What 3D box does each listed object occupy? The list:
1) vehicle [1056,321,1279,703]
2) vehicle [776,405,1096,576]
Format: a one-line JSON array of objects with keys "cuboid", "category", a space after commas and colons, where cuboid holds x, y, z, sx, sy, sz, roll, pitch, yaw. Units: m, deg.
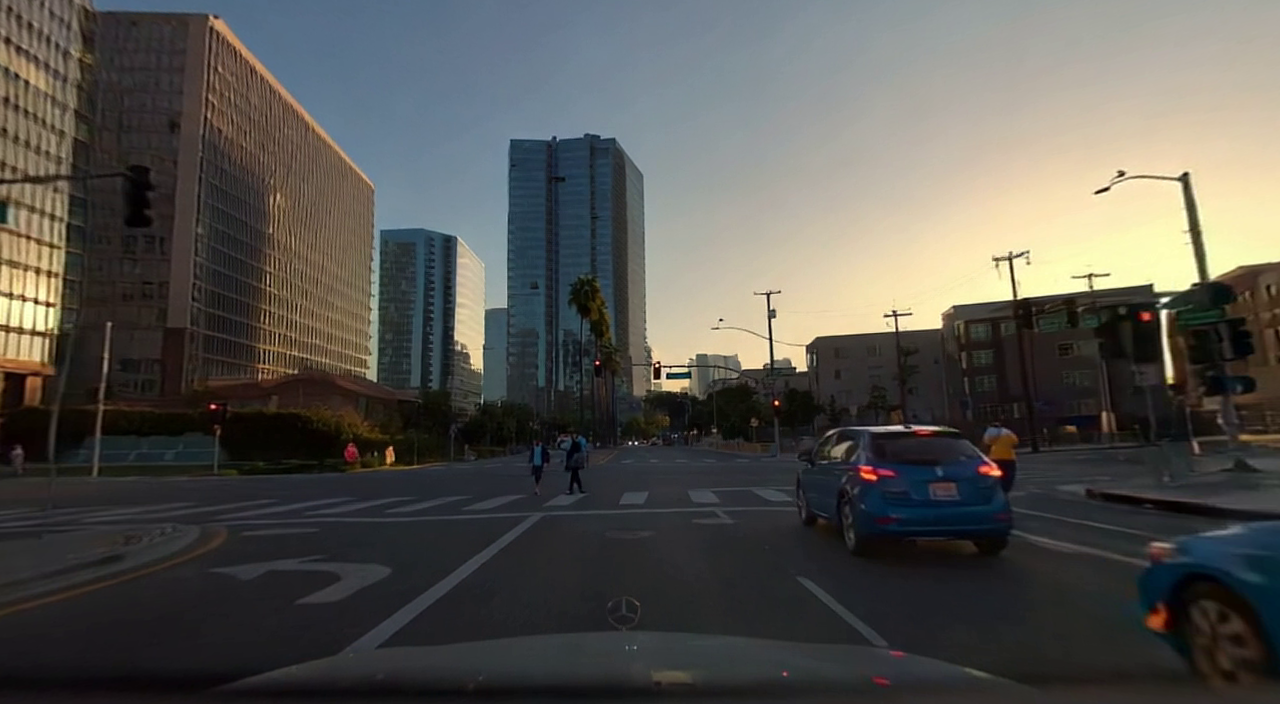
[{"cuboid": [3.643, 0.594, 1.491, 2.060, 1.756, 4.770, 0, -8, 0], "category": "vehicle"}, {"cuboid": [3.330, 1.646, 8.260, 2.060, 1.631, 4.169, 0, -9, -1], "category": "vehicle"}]
